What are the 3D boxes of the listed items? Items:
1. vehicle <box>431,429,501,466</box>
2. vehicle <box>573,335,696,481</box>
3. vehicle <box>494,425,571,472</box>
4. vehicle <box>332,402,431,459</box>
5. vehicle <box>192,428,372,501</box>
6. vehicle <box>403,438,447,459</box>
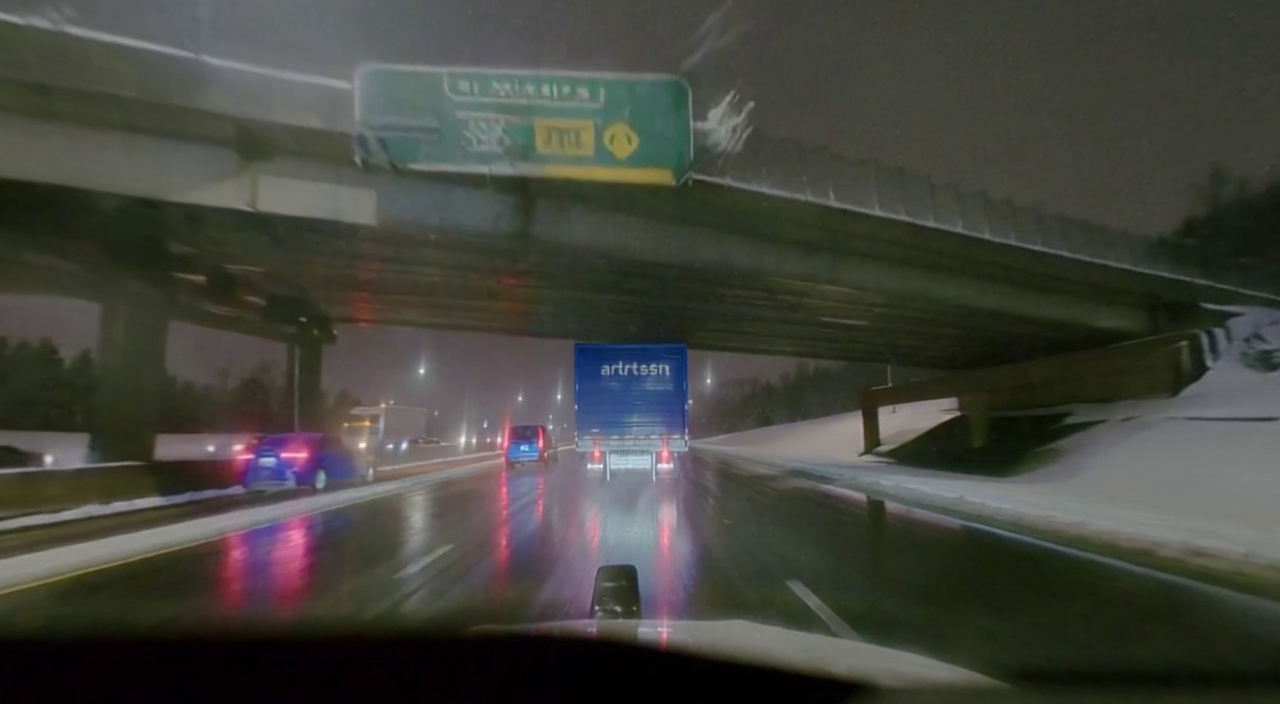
[{"bbox_3d":[-7.969,4.395,29.183,1.981,1.574,4.561,0,-8,-1],"label":"vehicle"},{"bbox_3d":[-0.207,2.259,23.100,3.442,4.106,10.719,0,-8,-1],"label":"vehicle"},{"bbox_3d":[-4.140,3.807,25.095,2.168,1.671,4.888,0,-8,1],"label":"vehicle"},{"bbox_3d":[-19.758,6.185,49.079,3.034,3.950,10.763,0,-8,1],"label":"vehicle"},{"bbox_3d":[-8.177,2.576,14.892,1.940,1.488,3.976,0,-8,-1],"label":"vehicle"},{"bbox_3d":[-16.147,7.250,47.394,1.886,1.538,4.033,0,-8,0],"label":"vehicle"}]
